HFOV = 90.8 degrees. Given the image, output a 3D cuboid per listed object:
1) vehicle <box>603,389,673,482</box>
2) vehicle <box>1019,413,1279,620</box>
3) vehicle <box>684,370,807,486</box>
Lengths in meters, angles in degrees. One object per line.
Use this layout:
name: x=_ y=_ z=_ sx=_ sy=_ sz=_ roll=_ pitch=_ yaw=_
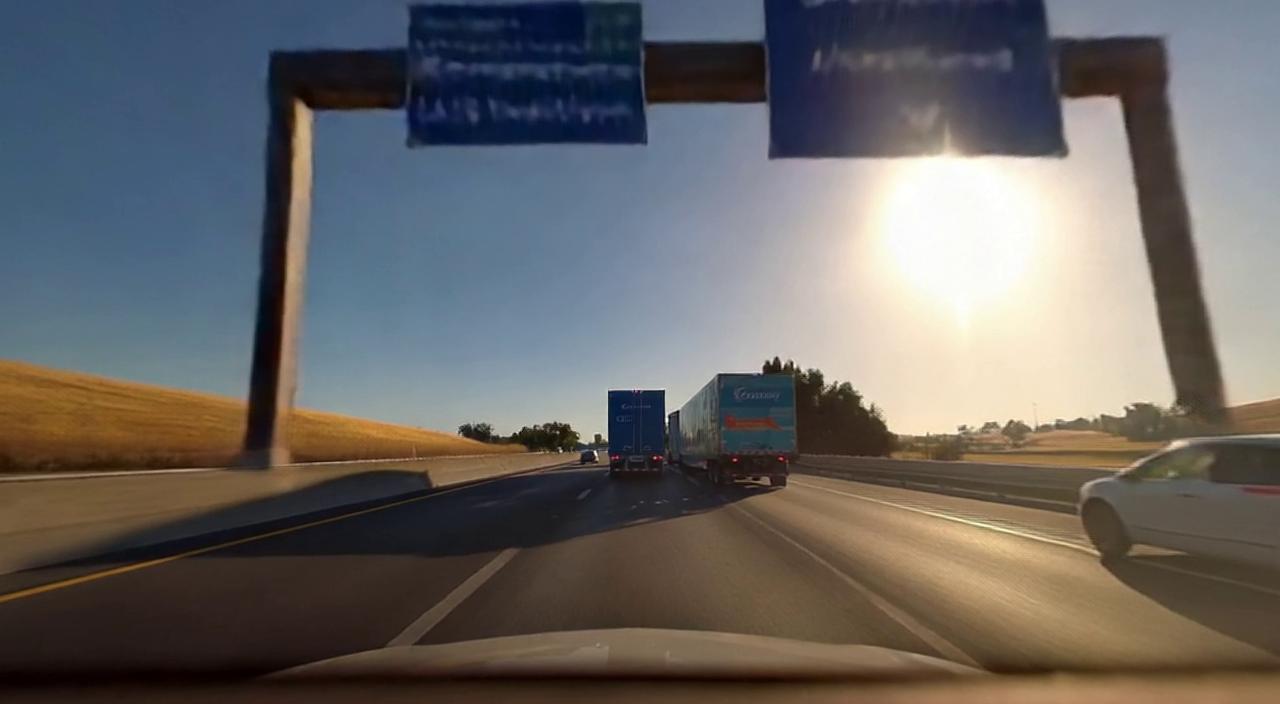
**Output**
vehicle: x=-0.095 y=4.153 z=30.855 sx=2.864 sy=3.805 sz=9.709 roll=0 pitch=-9 yaw=0
vehicle: x=5.877 y=1.381 z=5.726 sx=2.086 sy=1.530 sz=4.808 roll=-1 pitch=-9 yaw=3
vehicle: x=4.277 y=3.810 z=29.872 sx=3.044 sy=4.128 sz=14.482 roll=0 pitch=-9 yaw=-1
